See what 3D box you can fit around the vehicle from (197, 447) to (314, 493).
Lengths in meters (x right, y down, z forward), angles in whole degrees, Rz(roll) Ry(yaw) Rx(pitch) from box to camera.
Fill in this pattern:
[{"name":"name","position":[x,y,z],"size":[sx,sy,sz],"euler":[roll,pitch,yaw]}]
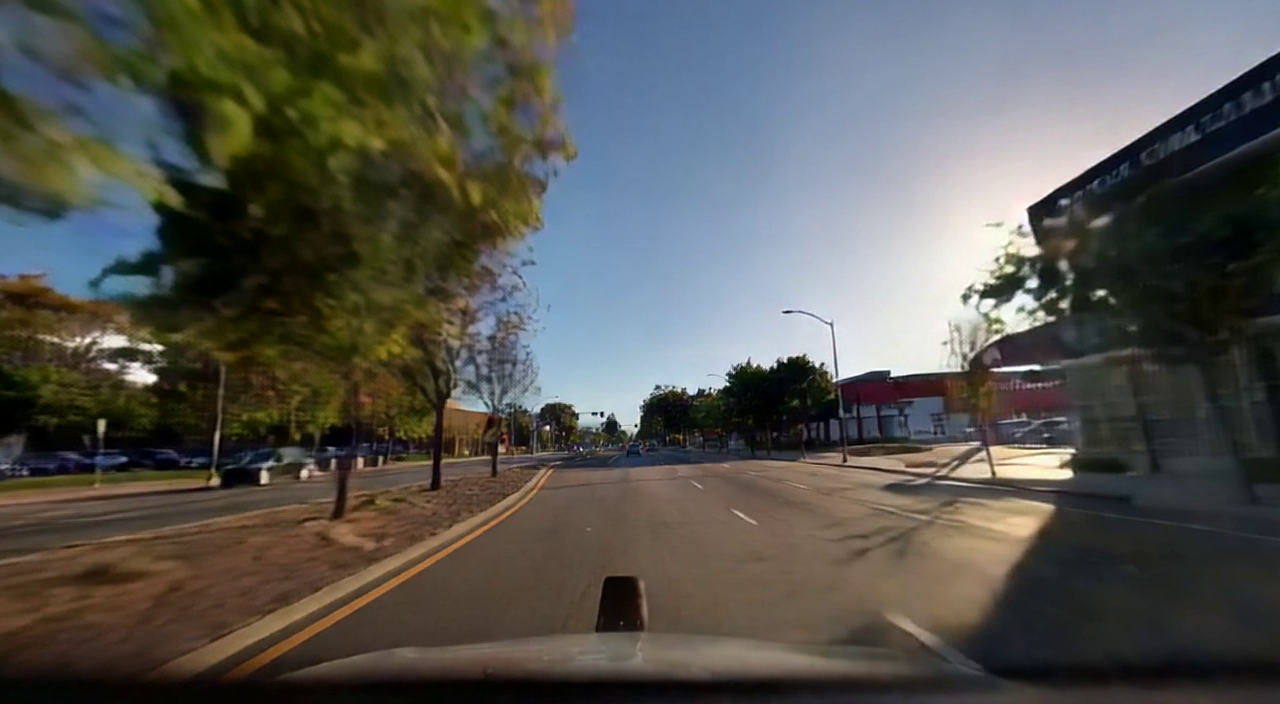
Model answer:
[{"name":"vehicle","position":[-13.807,4.224,23.053],"size":[1.959,1.485,4.687],"euler":[1,-9,-9]}]
